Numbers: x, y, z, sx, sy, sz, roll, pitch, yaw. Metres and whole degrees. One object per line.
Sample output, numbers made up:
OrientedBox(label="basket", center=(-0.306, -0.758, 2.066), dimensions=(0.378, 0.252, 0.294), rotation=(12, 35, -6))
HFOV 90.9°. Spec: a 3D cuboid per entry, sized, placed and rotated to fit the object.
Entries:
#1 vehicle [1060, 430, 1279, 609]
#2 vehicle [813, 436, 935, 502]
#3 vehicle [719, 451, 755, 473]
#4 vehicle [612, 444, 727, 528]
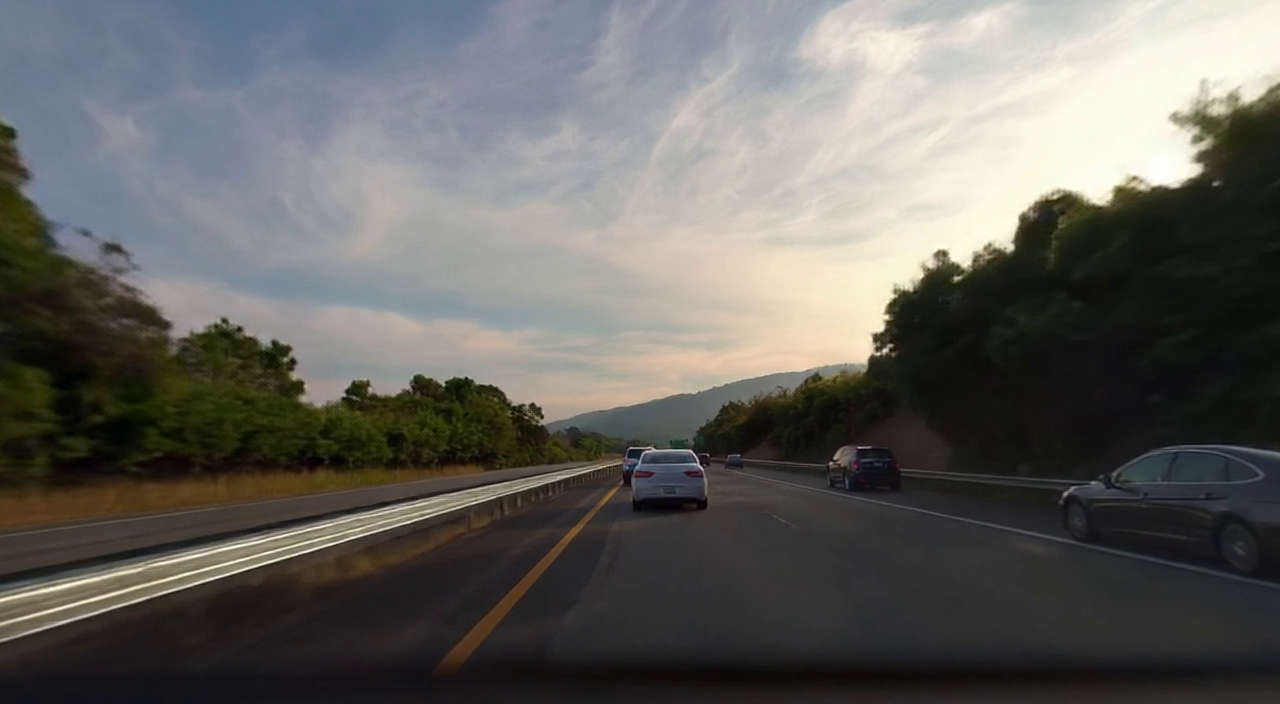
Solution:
OrientedBox(label="vehicle", center=(6.354, 1.501, 5.916), dimensions=(1.965, 1.484, 4.090), rotation=(0, -9, 0))
OrientedBox(label="vehicle", center=(6.789, 3.444, 18.869), dimensions=(1.980, 1.702, 4.235), rotation=(0, -9, 0))
OrientedBox(label="vehicle", center=(6.765, 7.727, 44.382), dimensions=(1.921, 1.451, 3.841), rotation=(0, -9, 0))
OrientedBox(label="vehicle", center=(0.552, 2.738, 13.373), dimensions=(2.076, 1.485, 3.774), rotation=(0, -9, 0))
